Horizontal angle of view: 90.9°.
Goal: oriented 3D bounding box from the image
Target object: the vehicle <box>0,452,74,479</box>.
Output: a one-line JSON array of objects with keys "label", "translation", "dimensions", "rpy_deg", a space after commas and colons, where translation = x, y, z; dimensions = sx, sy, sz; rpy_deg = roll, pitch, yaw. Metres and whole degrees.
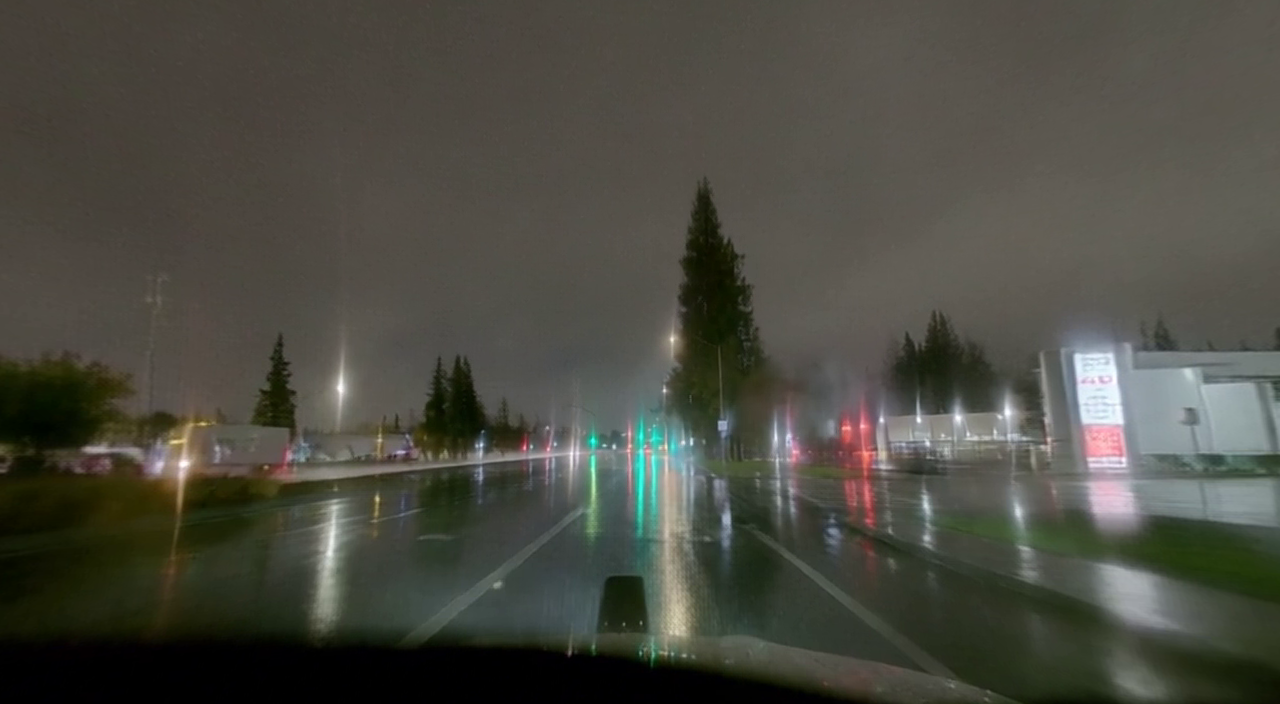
[{"label": "vehicle", "translation": [-35.157, 6.475, 36.095], "dimensions": [3.726, 1.479, 1.832], "rpy_deg": [-1, -8, 4]}]

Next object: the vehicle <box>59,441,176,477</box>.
[{"label": "vehicle", "translation": [-34.293, 7.016, 41.520], "dimensions": [5.521, 2.214, 2.704], "rpy_deg": [-1, -8, 7]}]
